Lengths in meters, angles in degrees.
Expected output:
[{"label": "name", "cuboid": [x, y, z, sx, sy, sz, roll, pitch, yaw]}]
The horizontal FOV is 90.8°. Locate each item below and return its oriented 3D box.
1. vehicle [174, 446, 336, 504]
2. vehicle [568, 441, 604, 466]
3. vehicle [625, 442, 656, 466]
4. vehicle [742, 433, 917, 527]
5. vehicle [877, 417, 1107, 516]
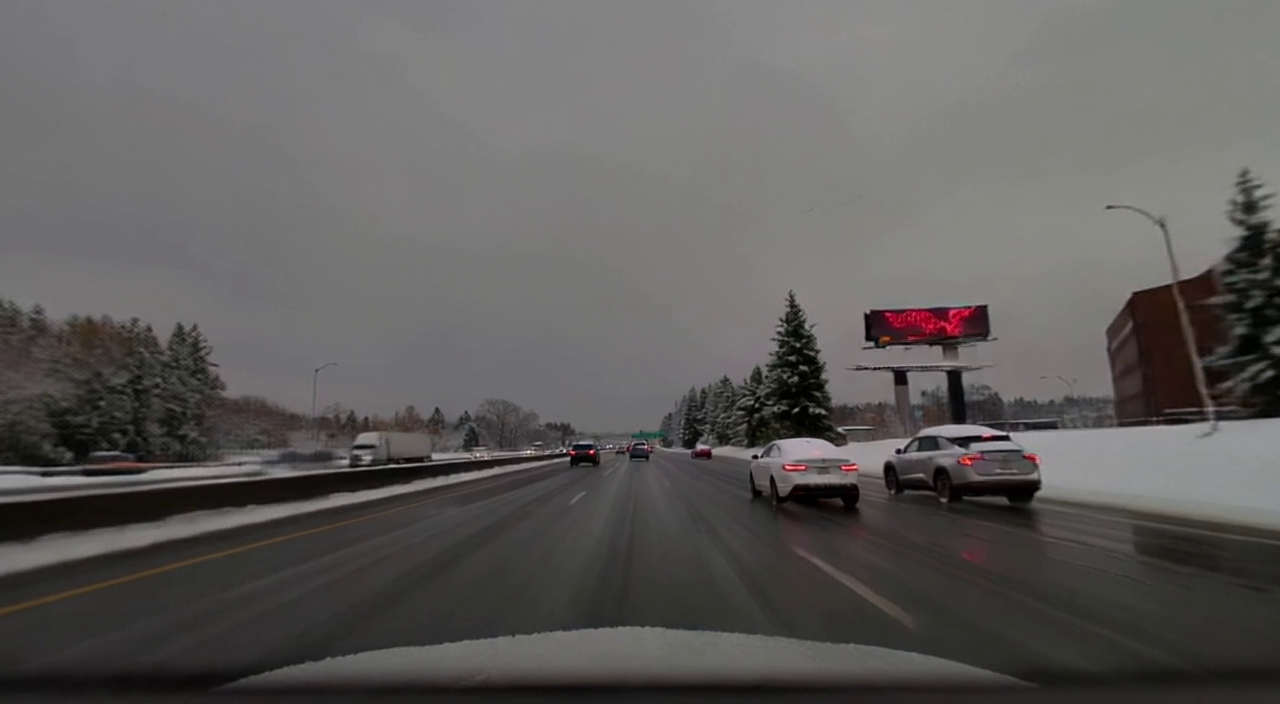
[{"label": "vehicle", "cuboid": [-11.078, 3.532, 18.671, 1.888, 1.486, 4.616, 0, -9, 0]}, {"label": "vehicle", "cuboid": [-3.977, 7.578, 47.329, 2.256, 1.756, 4.745, 0, -9, 0]}, {"label": "vehicle", "cuboid": [0.009, 7.479, 46.481, 2.191, 1.685, 4.015, 0, -9, -1]}, {"label": "vehicle", "cuboid": [3.465, 2.444, 12.616, 1.987, 1.509, 4.512, 0, -9, -1]}, {"label": "vehicle", "cuboid": [7.337, 2.453, 13.974, 2.176, 1.793, 4.841, 0, -9, -1]}]
